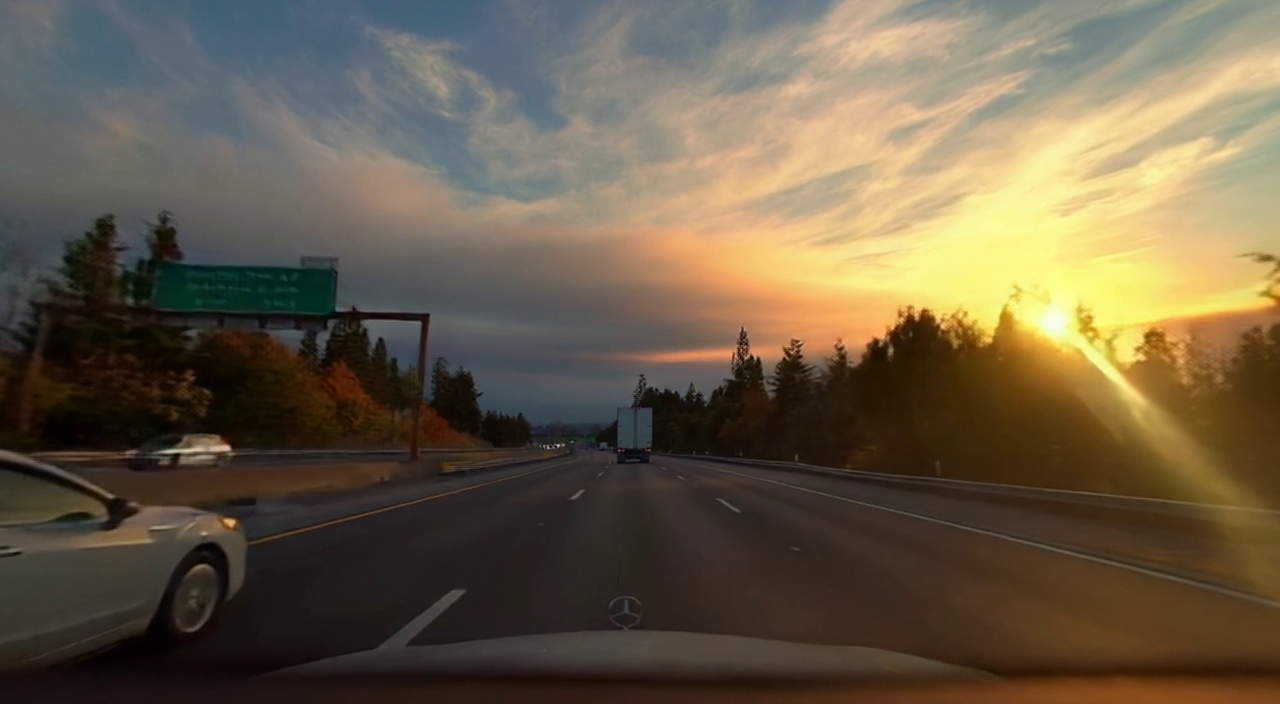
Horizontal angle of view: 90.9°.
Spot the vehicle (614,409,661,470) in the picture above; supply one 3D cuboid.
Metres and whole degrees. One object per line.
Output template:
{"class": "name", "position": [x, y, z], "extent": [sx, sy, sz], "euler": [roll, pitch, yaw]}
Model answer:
{"class": "vehicle", "position": [-0.378, 6.579, 46.809], "extent": [2.962, 3.953, 10.696], "euler": [0, -9, -3]}

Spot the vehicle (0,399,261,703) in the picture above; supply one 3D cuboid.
{"class": "vehicle", "position": [-3.828, 0.866, 2.152], "extent": [2.080, 1.488, 4.781], "euler": [0, -9, 0]}
